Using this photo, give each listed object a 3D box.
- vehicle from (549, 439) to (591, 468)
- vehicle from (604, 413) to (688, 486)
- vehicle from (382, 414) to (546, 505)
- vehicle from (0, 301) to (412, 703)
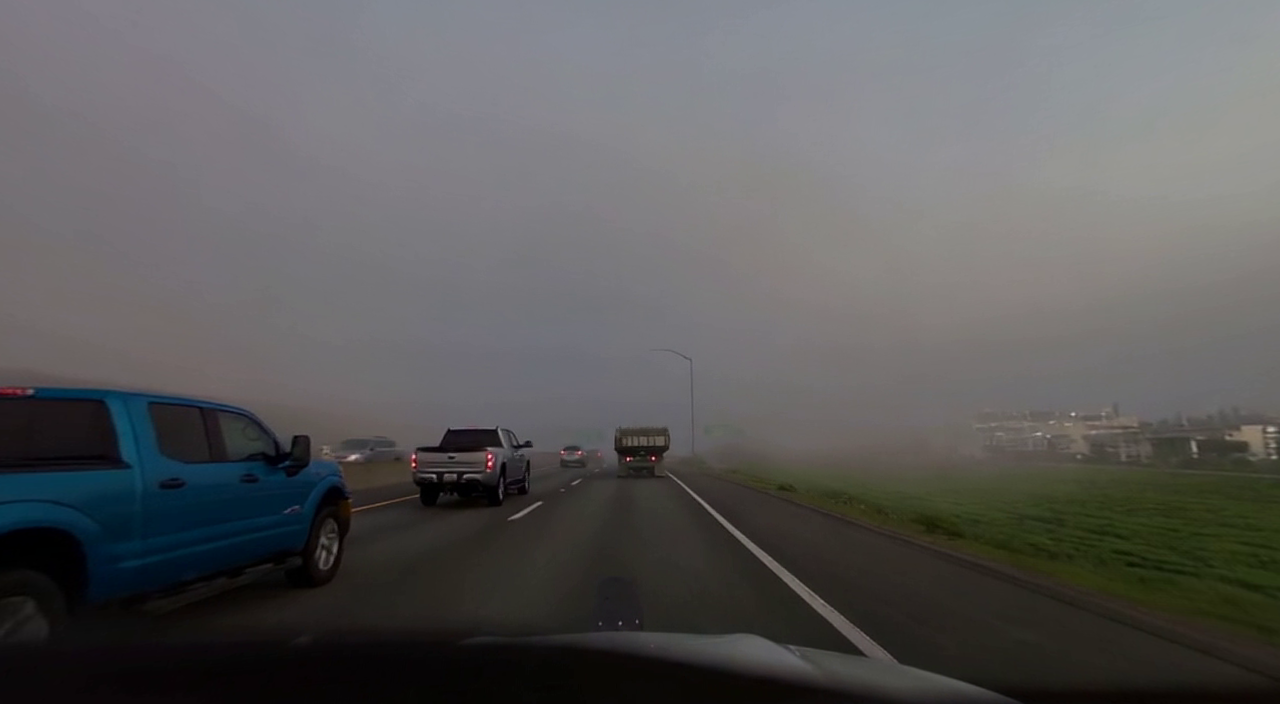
[{"bbox_3d":[-4.778,7.031,43.755,2.329,1.859,4.823,0,-8,0],"label":"vehicle"},{"bbox_3d":[0.086,3.911,25.495,2.886,2.471,7.692,0,-8,-2],"label":"vehicle"},{"bbox_3d":[-4.293,2.789,16.771,2.575,1.958,5.730,-1,-8,1],"label":"vehicle"},{"bbox_3d":[-3.535,0.972,3.916,2.303,1.835,5.044,0,-8,1],"label":"vehicle"}]
